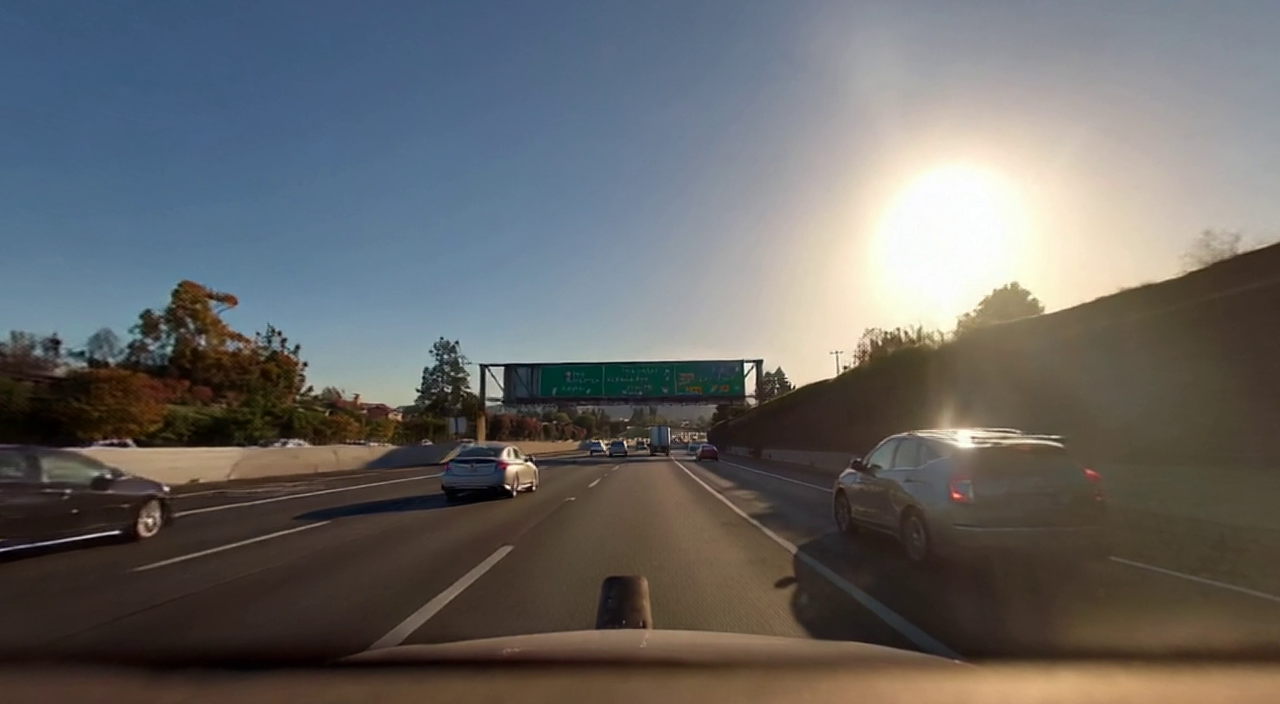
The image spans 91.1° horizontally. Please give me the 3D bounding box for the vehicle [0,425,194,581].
[{"bbox_3d":[-7.098,1.511,6.455,1.909,1.482,4.140,0,-8,1],"label":"vehicle"}]

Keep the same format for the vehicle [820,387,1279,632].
[{"bbox_3d":[3.704,1.446,6.811,2.108,1.709,4.703,0,-8,0],"label":"vehicle"}]

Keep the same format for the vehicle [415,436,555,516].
[{"bbox_3d":[-3.207,2.639,13.928,1.947,1.479,4.114,0,-8,2],"label":"vehicle"}]

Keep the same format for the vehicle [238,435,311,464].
[{"bbox_3d":[-20.453,5.480,35.298,1.718,1.525,3.736,-1,-8,3],"label":"vehicle"}]
